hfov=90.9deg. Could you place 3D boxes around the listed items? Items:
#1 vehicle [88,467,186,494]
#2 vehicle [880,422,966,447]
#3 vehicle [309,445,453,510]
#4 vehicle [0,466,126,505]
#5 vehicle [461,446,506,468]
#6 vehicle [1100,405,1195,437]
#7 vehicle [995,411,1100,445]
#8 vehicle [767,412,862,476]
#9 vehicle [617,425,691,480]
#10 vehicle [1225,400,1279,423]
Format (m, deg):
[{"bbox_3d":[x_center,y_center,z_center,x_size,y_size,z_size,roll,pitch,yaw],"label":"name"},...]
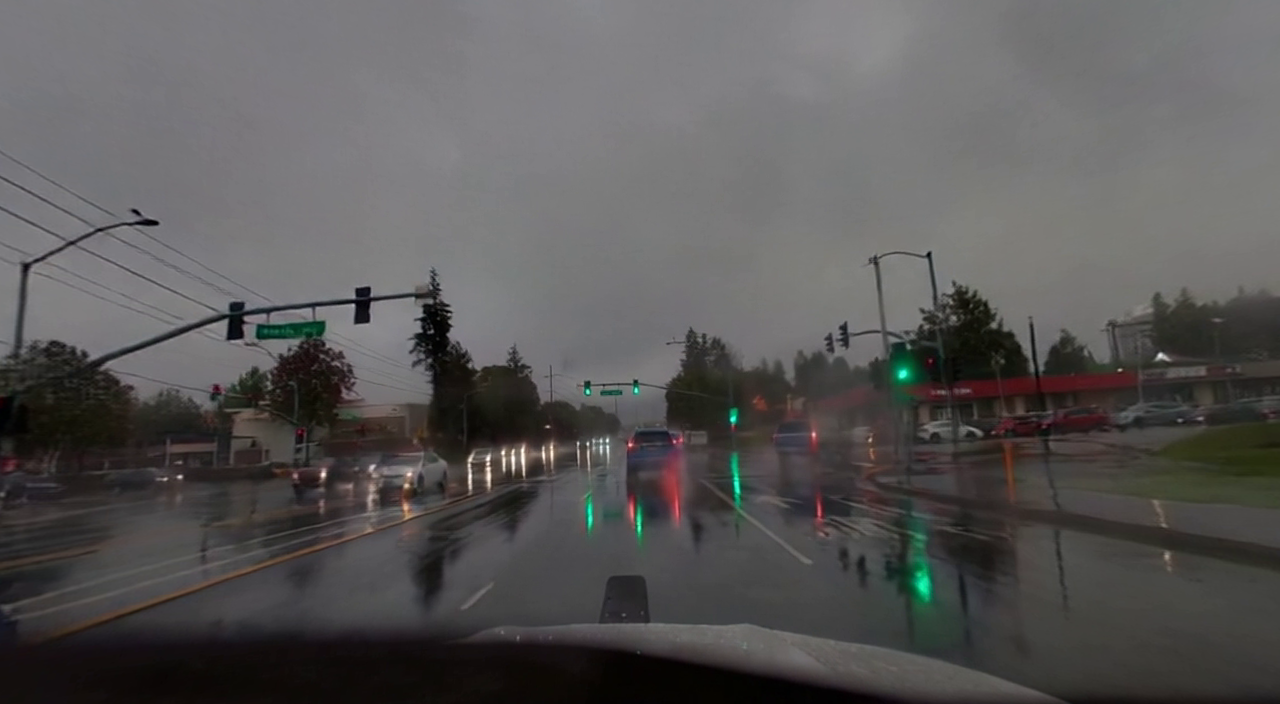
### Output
[{"bbox_3d":[-30.497,7.785,38.293,4.269,1.436,1.976,0,-8,2],"label":"vehicle"},{"bbox_3d":[17.693,5.175,39.568,4.430,1.480,1.923,0,-8,-1],"label":"vehicle"},{"bbox_3d":[-6.634,3.221,16.797,1.966,1.461,4.422,0,-8,0],"label":"vehicle"},{"bbox_3d":[-29.802,6.815,32.374,4.890,1.806,2.205,0,-8,2],"label":"vehicle"},{"bbox_3d":[-11.208,7.539,45.443,2.016,1.468,4.612,0,-8,0],"label":"vehicle"},{"bbox_3d":[34.455,4.701,42.883,4.819,1.562,1.877,-6,-8,-3],"label":"vehicle"},{"bbox_3d":[22.188,4.165,34.433,4.386,1.760,2.228,1,-8,-11],"label":"vehicle"},{"bbox_3d":[6.945,3.555,24.545,2.452,2.148,5.877,-4,-9,26],"label":"vehicle"},{"bbox_3d":[0.459,3.820,24.260,2.513,1.854,5.235,0,-8,0],"label":"vehicle"},{"bbox_3d":[43.587,4.106,43.483,4.379,1.492,1.995,0,-8,0],"label":"vehicle"}]
